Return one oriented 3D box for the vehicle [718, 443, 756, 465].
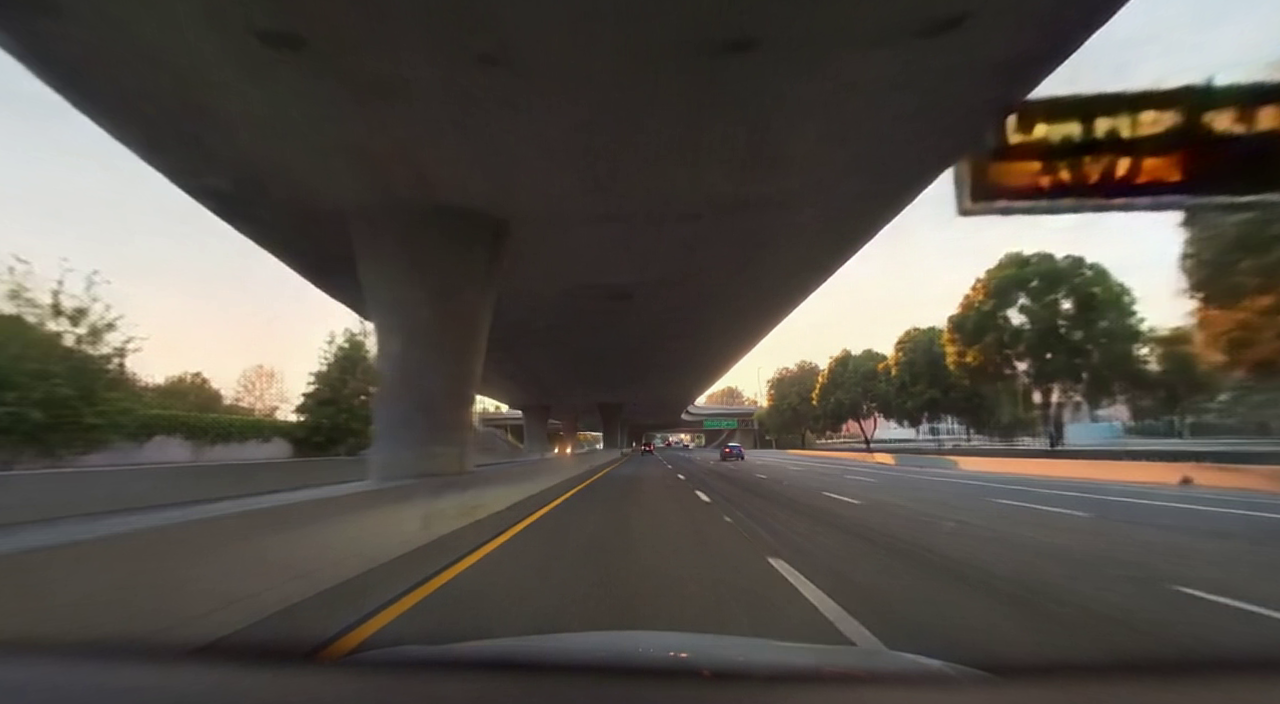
[{"bbox_3d":[6.890,7.336,45.358,2.025,1.484,4.208,-1,-9,0],"label":"vehicle"}]
